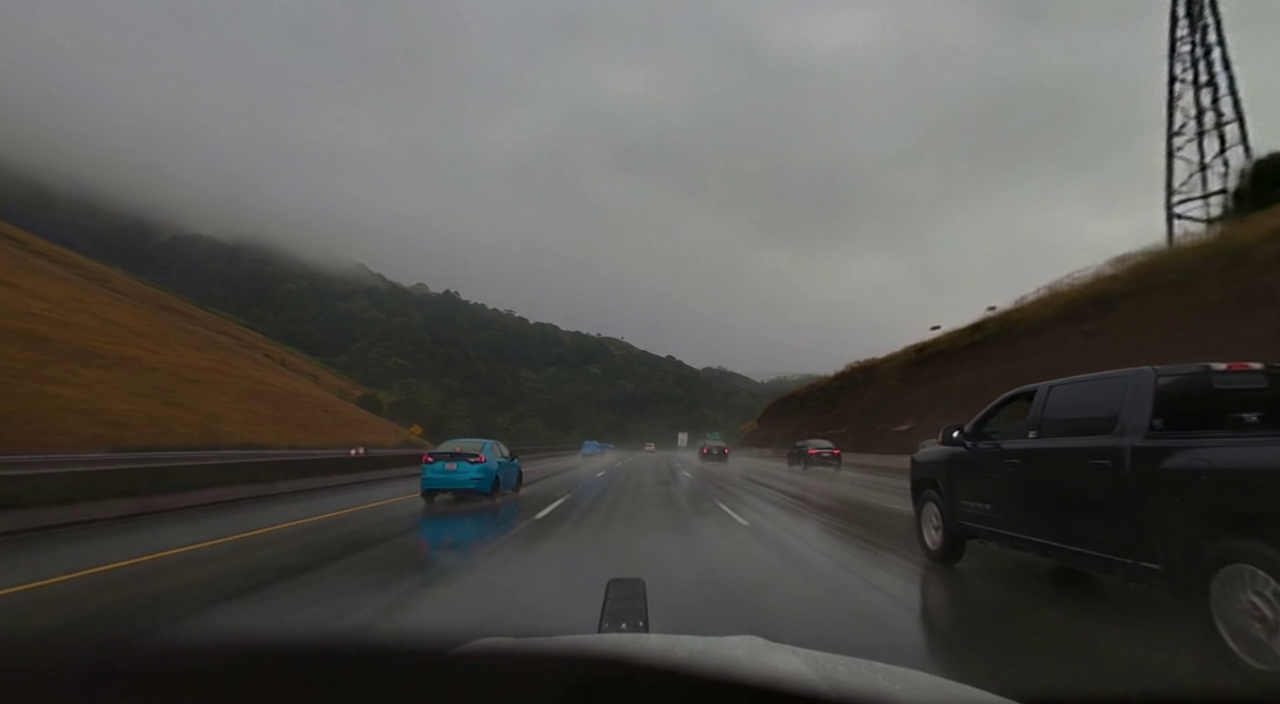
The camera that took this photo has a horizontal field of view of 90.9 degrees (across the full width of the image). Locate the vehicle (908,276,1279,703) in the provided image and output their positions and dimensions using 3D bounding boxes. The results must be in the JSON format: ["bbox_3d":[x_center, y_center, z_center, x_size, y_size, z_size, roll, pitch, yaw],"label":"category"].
[{"bbox_3d":[3.400,0.776,2.872,2.098,1.925,5.171,0,-8,1],"label":"vehicle"}]

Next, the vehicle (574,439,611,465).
[{"bbox_3d":[-3.183,6.788,42.847,2.021,1.679,4.310,-1,-8,2],"label":"vehicle"}]

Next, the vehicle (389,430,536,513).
[{"bbox_3d":[-3.961,2.752,15.020,2.113,1.636,4.494,-1,-8,1],"label":"vehicle"}]

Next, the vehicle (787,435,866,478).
[{"bbox_3d":[7.757,4.395,26.743,1.986,1.633,4.430,0,-8,0],"label":"vehicle"}]

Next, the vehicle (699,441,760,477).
[{"bbox_3d":[3.918,4.744,28.338,2.046,1.471,4.333,0,-8,-1],"label":"vehicle"}]
